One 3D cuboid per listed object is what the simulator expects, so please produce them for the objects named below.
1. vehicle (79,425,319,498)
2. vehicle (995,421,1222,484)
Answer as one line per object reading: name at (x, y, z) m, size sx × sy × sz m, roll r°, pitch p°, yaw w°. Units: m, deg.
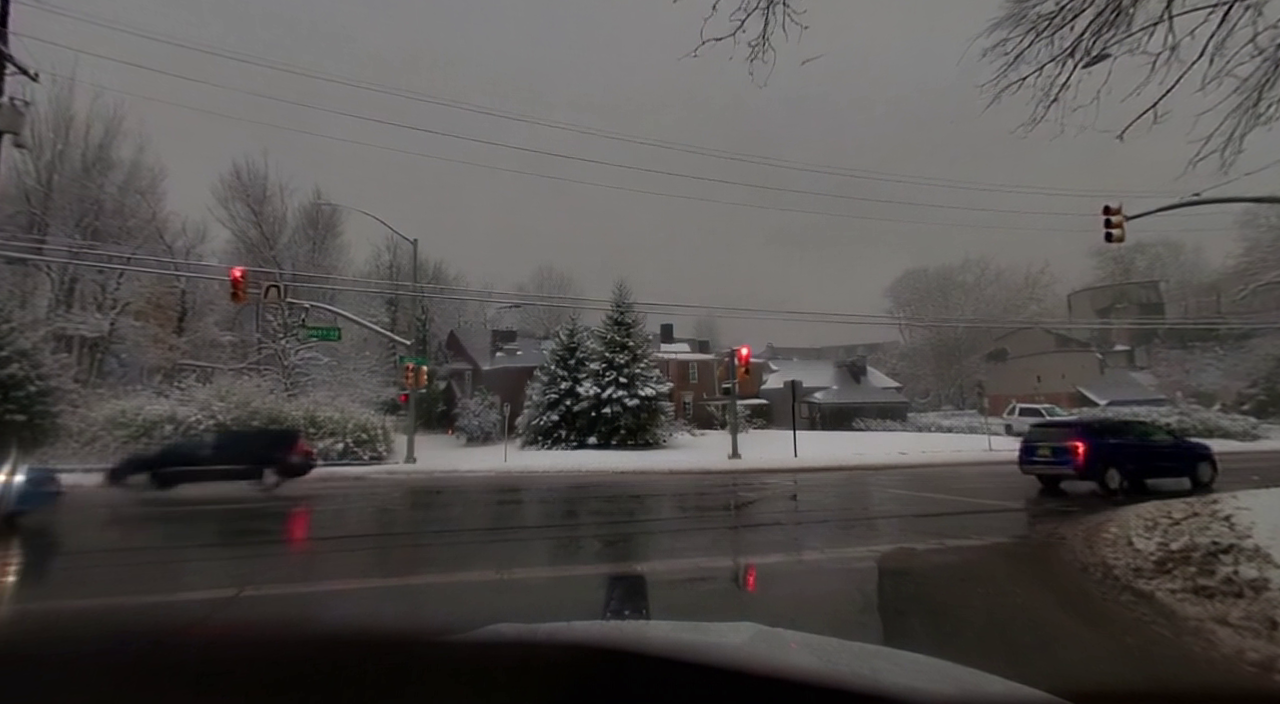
vehicle at (-11.960, 2.995, 17.567) m, size 4.966 × 1.806 × 2.007 m, roll 2°, pitch -9°, yaw -16°
vehicle at (11.747, 2.505, 15.899) m, size 4.757 × 1.442 × 1.858 m, roll 2°, pitch -9°, yaw -14°
